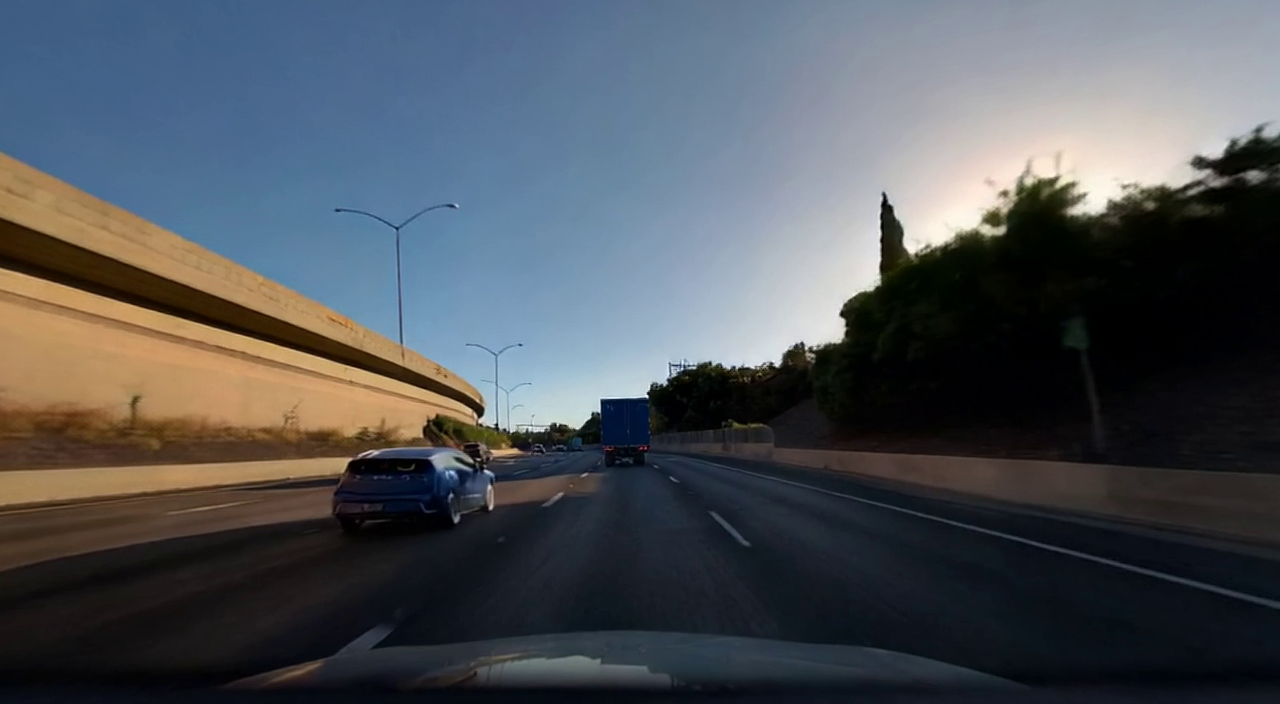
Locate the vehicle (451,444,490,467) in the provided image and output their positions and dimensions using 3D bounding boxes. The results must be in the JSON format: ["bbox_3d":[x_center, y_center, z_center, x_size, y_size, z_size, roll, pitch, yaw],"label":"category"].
[{"bbox_3d":[-12.807,7.833,47.992,1.919,1.625,4.183,0,-8,-2],"label":"vehicle"}]

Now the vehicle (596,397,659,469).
[{"bbox_3d":[-0.941,5.057,38.121,3.233,3.678,11.032,0,-9,-3],"label":"vehicle"}]

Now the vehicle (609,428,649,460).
[{"bbox_3d":[-0.651,5.095,34.902,2.052,1.666,4.358,0,-8,-3],"label":"vehicle"}]
